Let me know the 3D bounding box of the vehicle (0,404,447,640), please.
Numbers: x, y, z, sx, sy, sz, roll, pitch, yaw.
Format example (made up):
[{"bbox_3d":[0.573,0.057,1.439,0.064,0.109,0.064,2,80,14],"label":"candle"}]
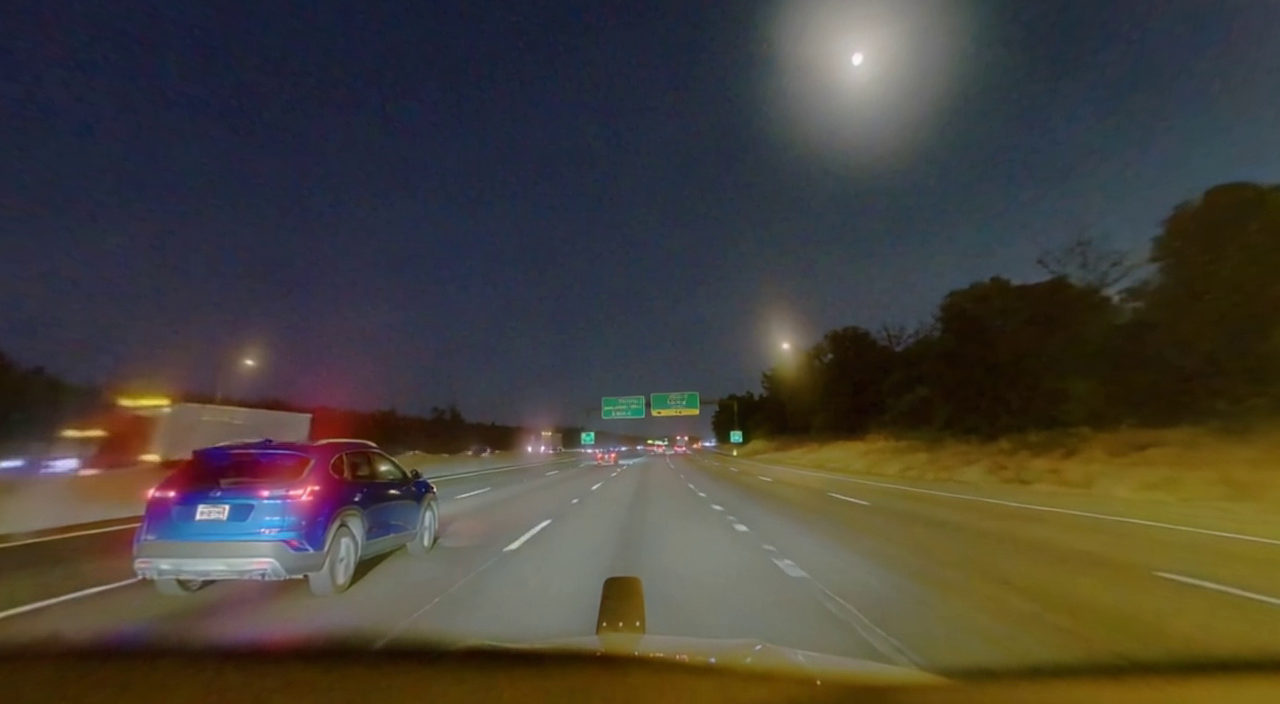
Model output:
[{"bbox_3d":[-3.690,1.478,6.513,2.016,1.623,4.126,0,-8,1],"label":"vehicle"}]
